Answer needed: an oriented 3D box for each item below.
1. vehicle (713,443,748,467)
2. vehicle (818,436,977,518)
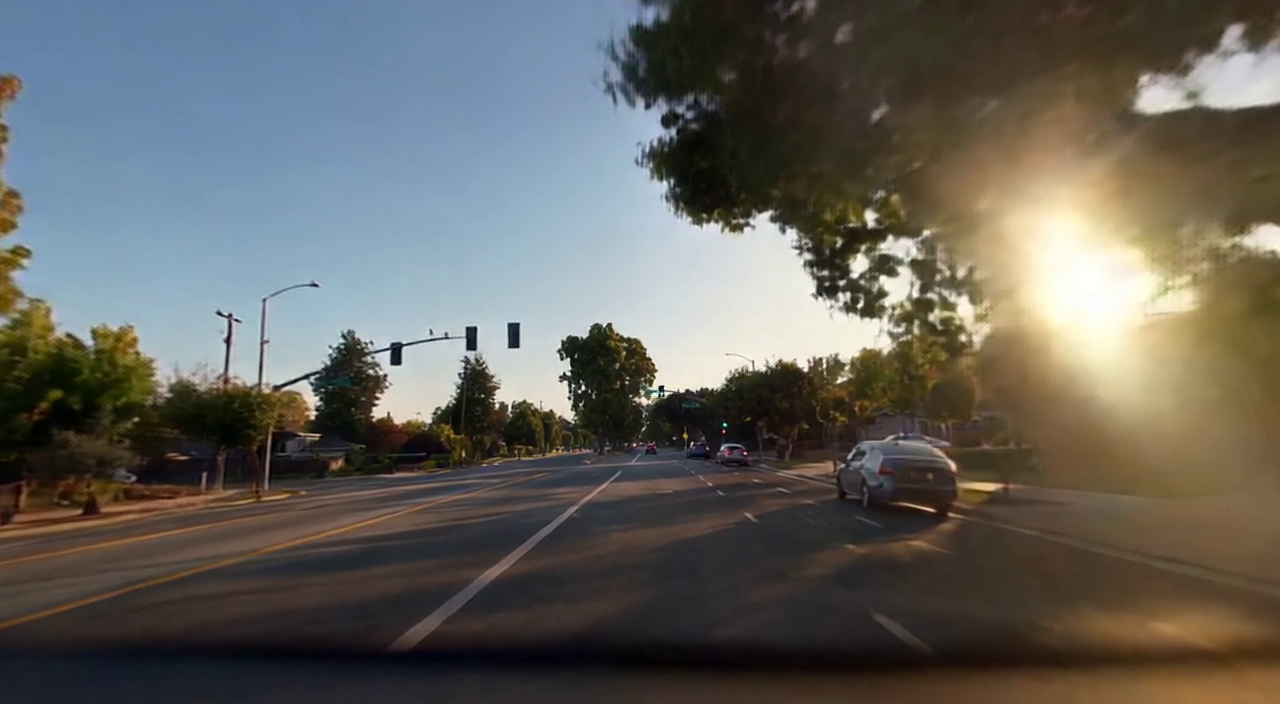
[{"bbox_3d":[6.148,7.037,43.120,1.855,1.520,4.808,0,-8,2],"label":"vehicle"},{"bbox_3d":[5.617,2.743,14.392,1.950,1.567,4.083,0,-8,1],"label":"vehicle"}]
